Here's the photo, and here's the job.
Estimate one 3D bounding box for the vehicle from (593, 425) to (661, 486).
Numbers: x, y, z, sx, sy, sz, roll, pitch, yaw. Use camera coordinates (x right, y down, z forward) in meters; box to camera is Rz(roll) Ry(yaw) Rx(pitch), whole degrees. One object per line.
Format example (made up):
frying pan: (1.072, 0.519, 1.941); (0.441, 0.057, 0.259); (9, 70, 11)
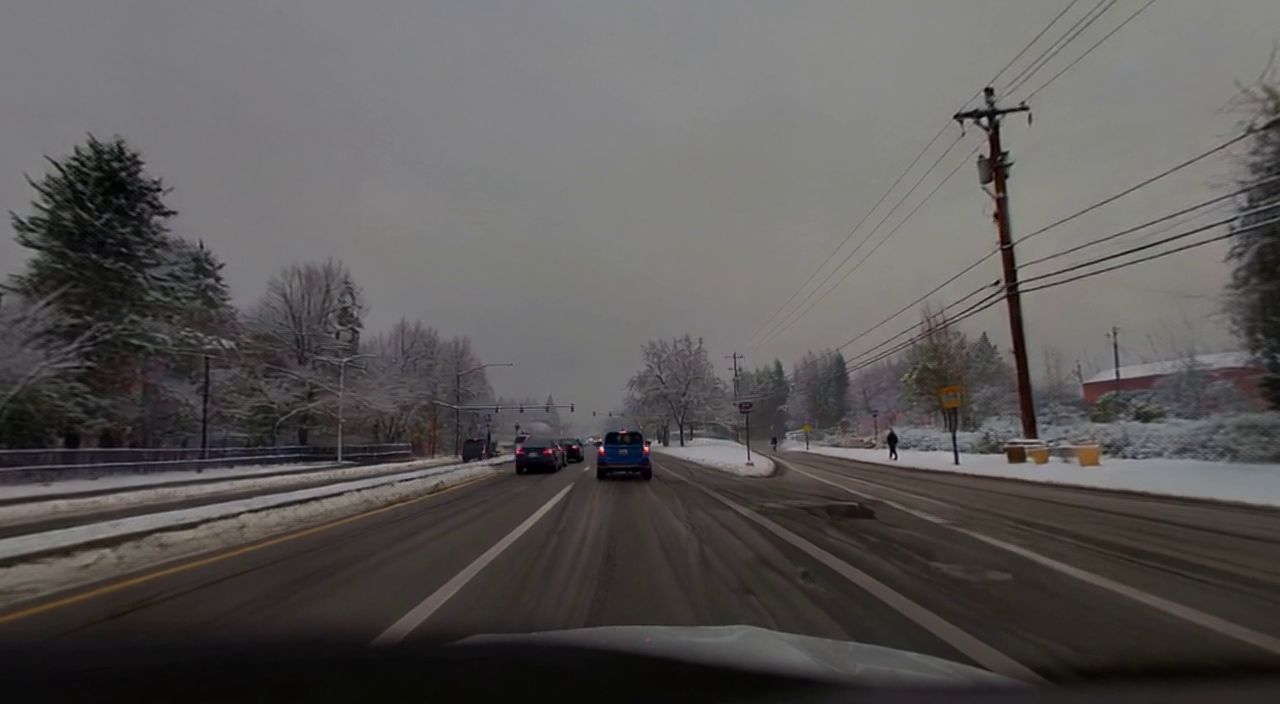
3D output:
vehicle: (-0.445, 3.320, 20.545); (2.012, 1.769, 3.897); (0, -8, -2)

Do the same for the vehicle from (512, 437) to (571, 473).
vehicle: (-4.348, 4.628, 28.610); (2.087, 1.485, 4.452); (0, -8, -2)

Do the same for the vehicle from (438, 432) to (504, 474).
vehicle: (-7.196, 4.334, 27.282); (1.860, 1.634, 4.089); (0, -8, -2)
